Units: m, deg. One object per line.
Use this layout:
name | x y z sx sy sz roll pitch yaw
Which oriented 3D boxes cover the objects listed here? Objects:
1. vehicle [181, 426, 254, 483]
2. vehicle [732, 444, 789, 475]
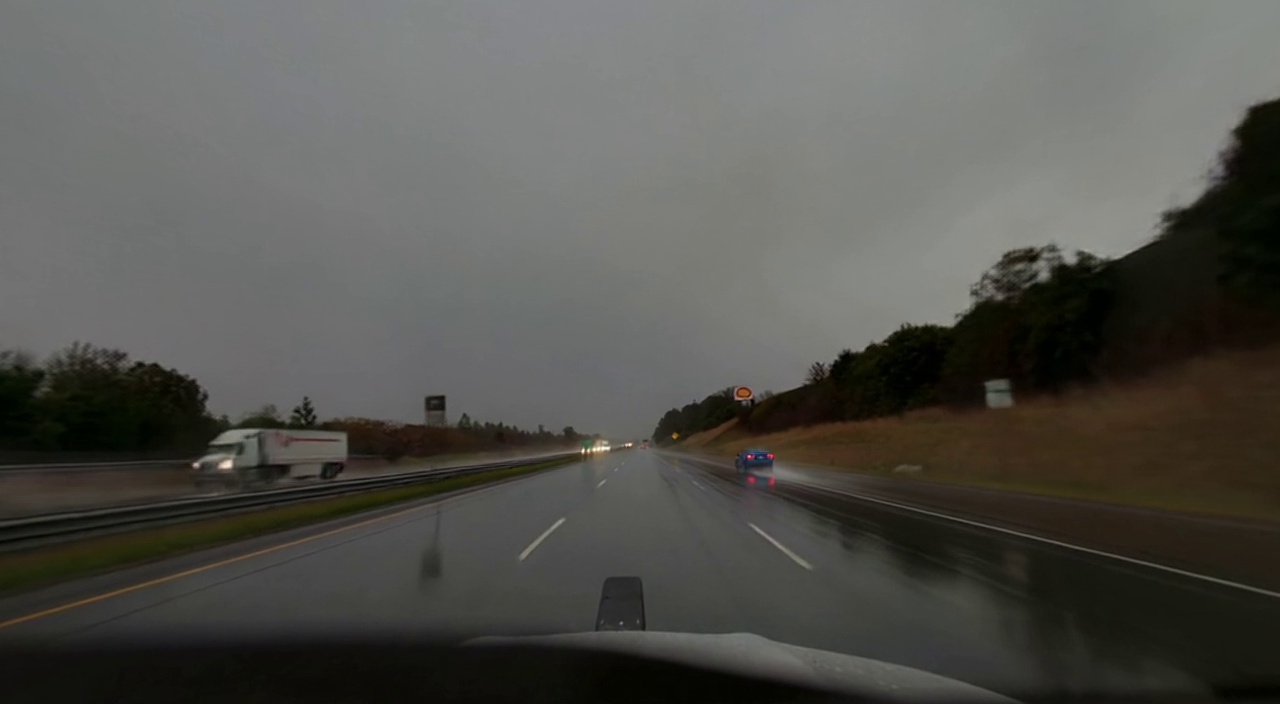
vehicle | -29.428 7.153 44.039 2.925 3.784 2.677 0 -9 0
vehicle | 6.121 5.513 32.438 1.967 1.472 3.751 0 -9 -3
